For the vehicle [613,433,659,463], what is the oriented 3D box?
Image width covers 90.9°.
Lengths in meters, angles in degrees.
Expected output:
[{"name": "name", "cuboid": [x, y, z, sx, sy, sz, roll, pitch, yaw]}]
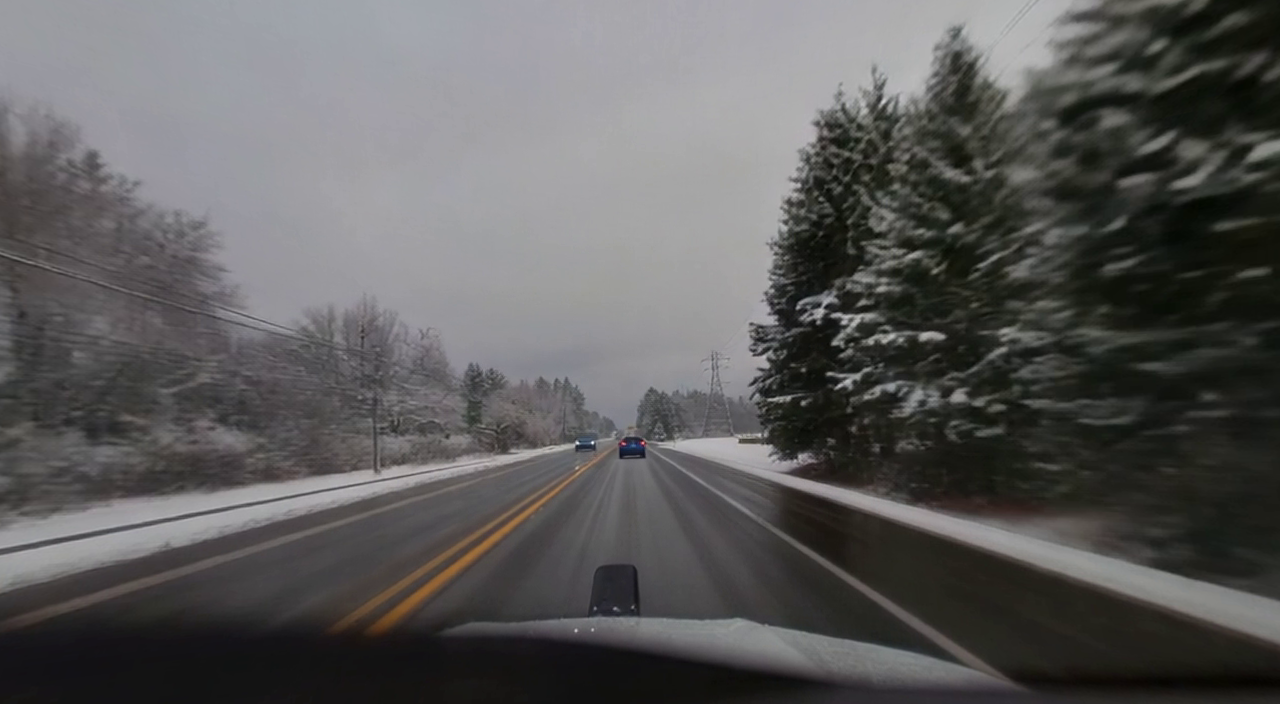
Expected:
[{"name": "vehicle", "cuboid": [-0.231, 4.982, 33.057, 2.241, 1.471, 3.829, 0, -8, -1]}]
